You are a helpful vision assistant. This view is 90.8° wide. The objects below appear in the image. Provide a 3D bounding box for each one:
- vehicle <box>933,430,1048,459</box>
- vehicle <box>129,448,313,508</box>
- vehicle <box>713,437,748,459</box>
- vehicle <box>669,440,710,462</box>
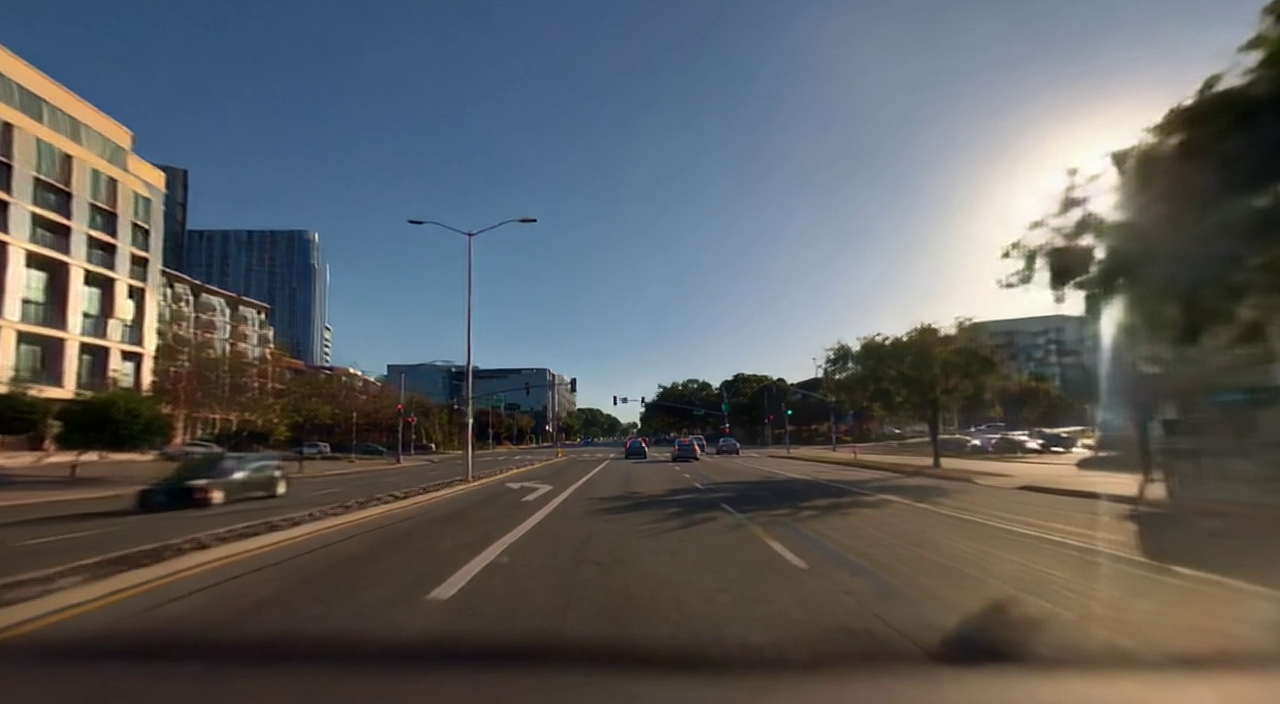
[{"bbox_3d":[23.607,6.313,42.738,6.313,1.772,2.263,-9,-11,43],"label":"vehicle"},{"bbox_3d":[-11.973,3.600,18.563,2.247,1.475,4.593,0,-8,0],"label":"vehicle"},{"bbox_3d":[6.645,7.114,46.881,1.861,1.473,4.393,0,-8,-1],"label":"vehicle"},{"bbox_3d":[3.099,6.302,40.375,2.080,1.321,4.382,0,-8,-2],"label":"vehicle"}]
